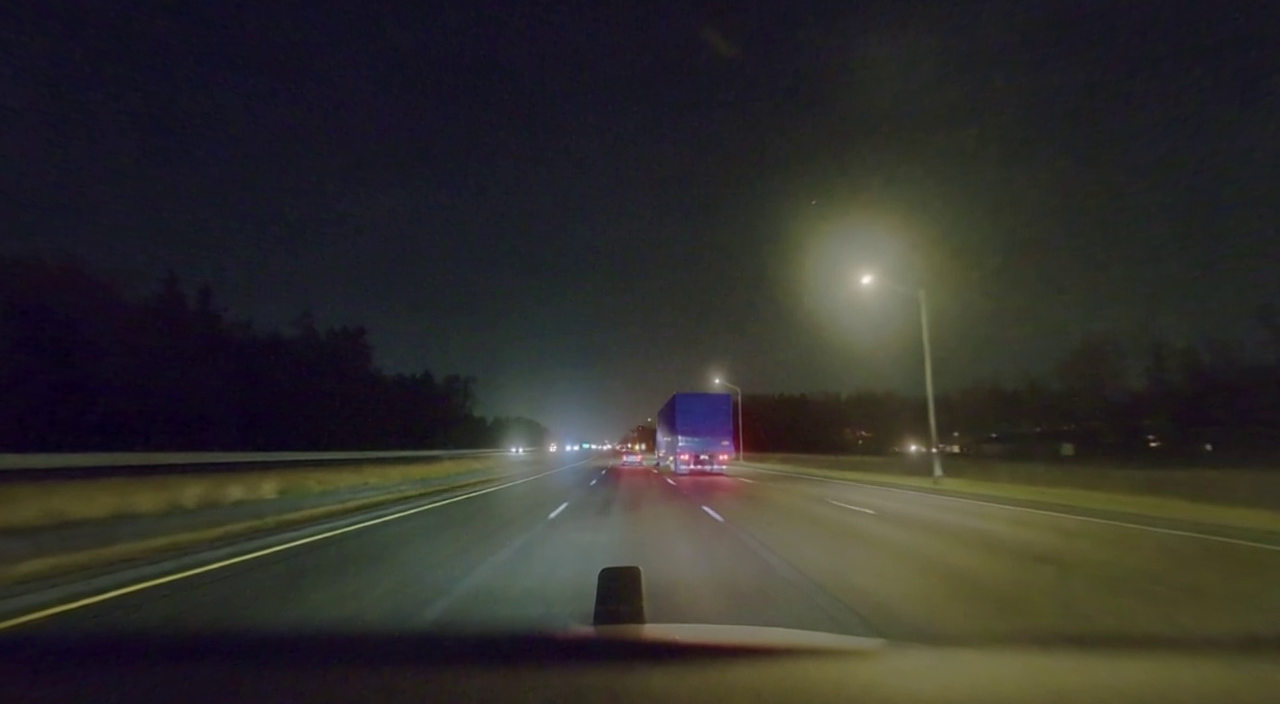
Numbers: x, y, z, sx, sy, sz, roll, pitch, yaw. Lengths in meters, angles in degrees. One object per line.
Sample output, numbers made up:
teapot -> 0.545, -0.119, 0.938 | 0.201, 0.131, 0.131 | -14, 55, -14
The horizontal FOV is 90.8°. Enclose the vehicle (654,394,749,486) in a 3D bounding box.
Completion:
vehicle -> 2.966, 5.294, 37.054 | 3.462, 4.177, 16.311 | 0, -9, -2

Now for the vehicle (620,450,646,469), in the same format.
vehicle -> -0.547, 8.457, 49.699 | 1.898, 1.438, 4.053 | 0, -9, 0
